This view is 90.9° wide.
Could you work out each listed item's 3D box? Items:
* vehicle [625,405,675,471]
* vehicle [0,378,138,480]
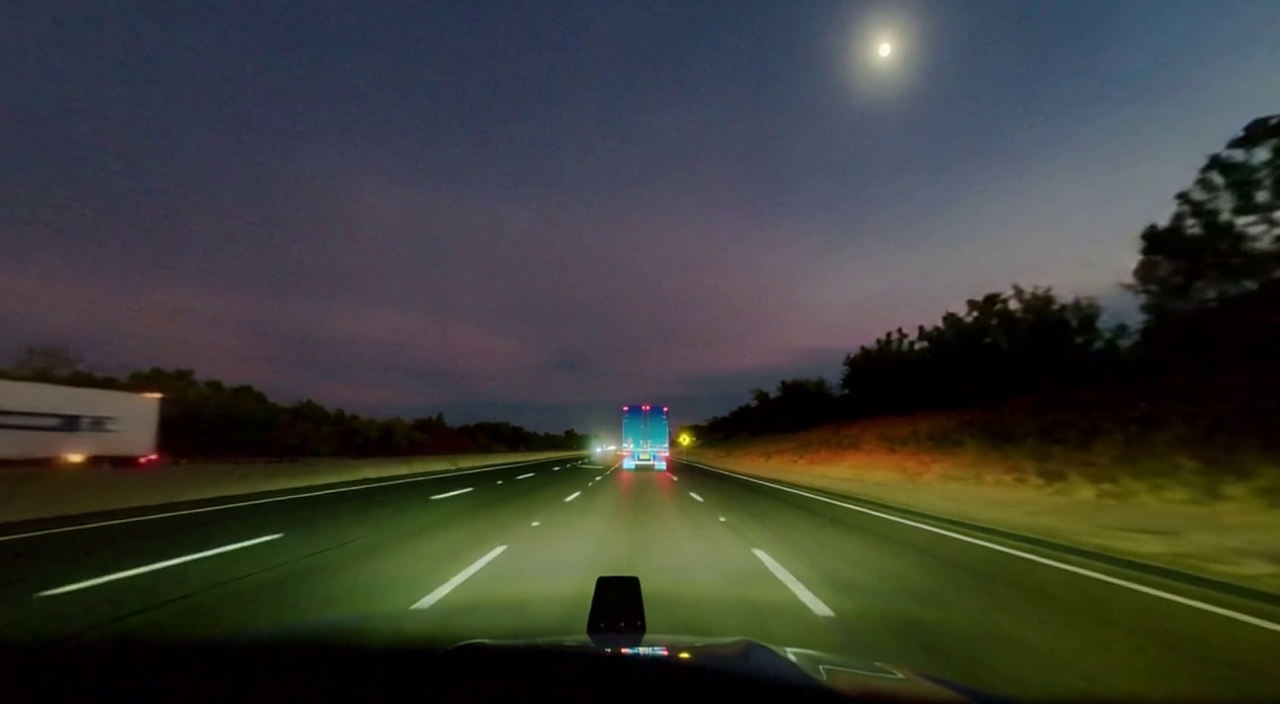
[{"bbox_3d":[0.474,6.131,44.215,3.055,4.009,10.972,0,-9,-2],"label":"vehicle"},{"bbox_3d":[-23.238,2.536,20.904,2.819,3.410,12.707,0,-9,0],"label":"vehicle"}]
